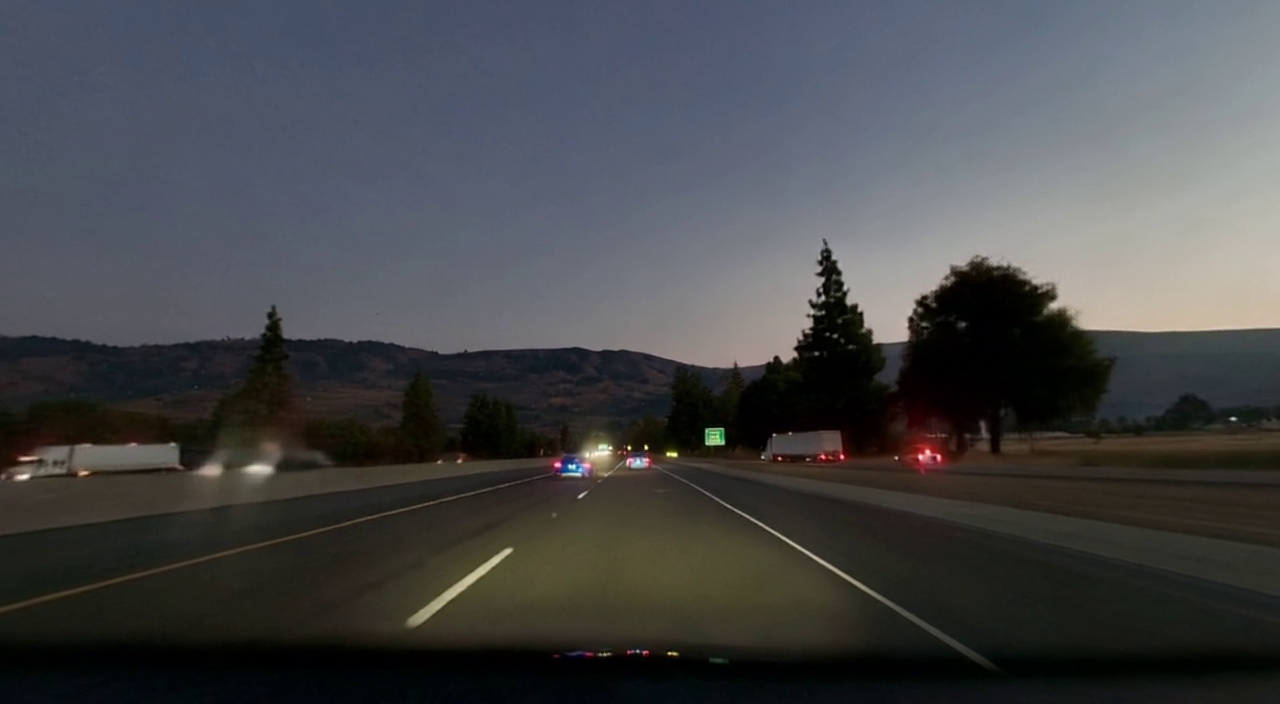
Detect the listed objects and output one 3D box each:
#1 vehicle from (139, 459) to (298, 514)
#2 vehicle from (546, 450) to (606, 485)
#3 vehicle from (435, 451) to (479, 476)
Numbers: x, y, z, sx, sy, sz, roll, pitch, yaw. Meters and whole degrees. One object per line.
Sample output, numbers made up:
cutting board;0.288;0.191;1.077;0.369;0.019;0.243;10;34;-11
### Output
vehicle;-12.506;3.977;19.117;1.940;1.397;4.170;0;-9;-1
vehicle;-2.855;5.276;29.197;2.170;1.451;4.584;0;-9;2
vehicle;-12.224;7.460;42.368;1.783;1.520;3.915;0;-9;-1
